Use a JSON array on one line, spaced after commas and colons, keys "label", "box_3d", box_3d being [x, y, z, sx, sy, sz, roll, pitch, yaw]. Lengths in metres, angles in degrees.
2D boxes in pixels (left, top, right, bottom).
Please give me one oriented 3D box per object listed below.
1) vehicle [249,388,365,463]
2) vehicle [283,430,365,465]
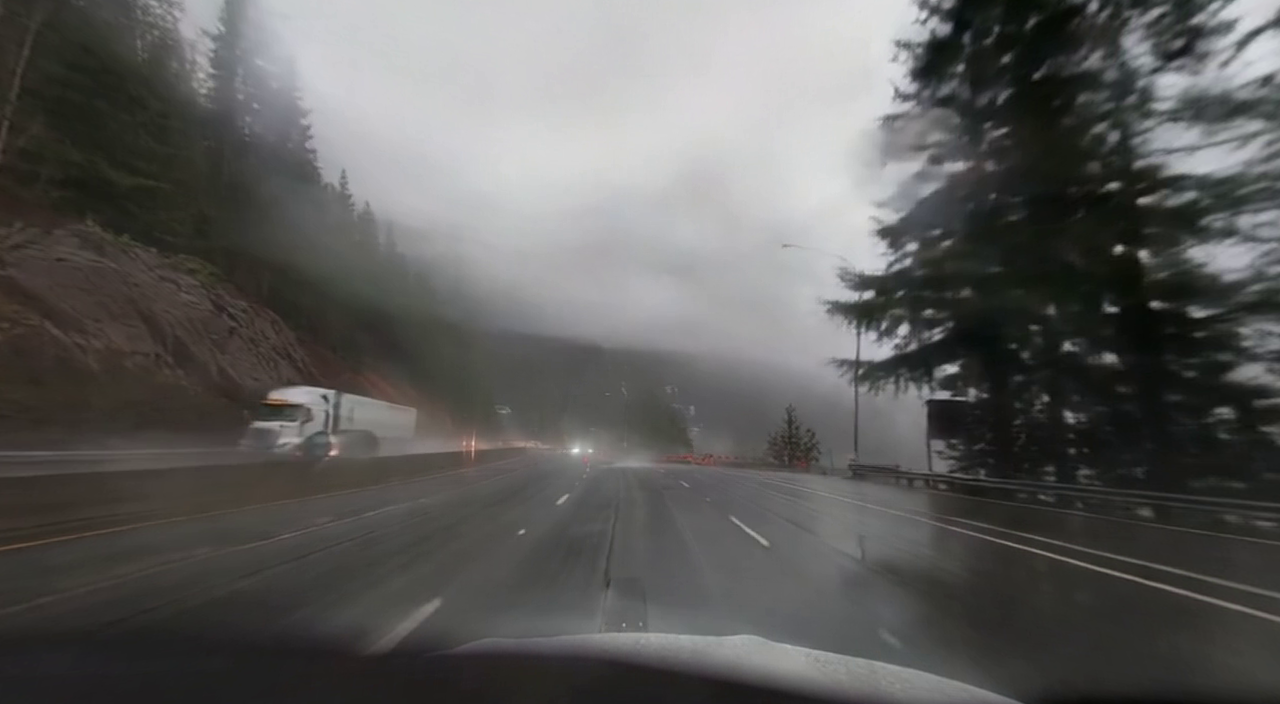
[{"label": "vehicle", "box_3d": [-20.559, 4.739, 39.691, 3.015, 4.224, 8.233, 0, -9, -3]}, {"label": "vehicle", "box_3d": [-16.934, 5.164, 34.095, 2.108, 1.766, 4.764, 0, -9, -3]}]
